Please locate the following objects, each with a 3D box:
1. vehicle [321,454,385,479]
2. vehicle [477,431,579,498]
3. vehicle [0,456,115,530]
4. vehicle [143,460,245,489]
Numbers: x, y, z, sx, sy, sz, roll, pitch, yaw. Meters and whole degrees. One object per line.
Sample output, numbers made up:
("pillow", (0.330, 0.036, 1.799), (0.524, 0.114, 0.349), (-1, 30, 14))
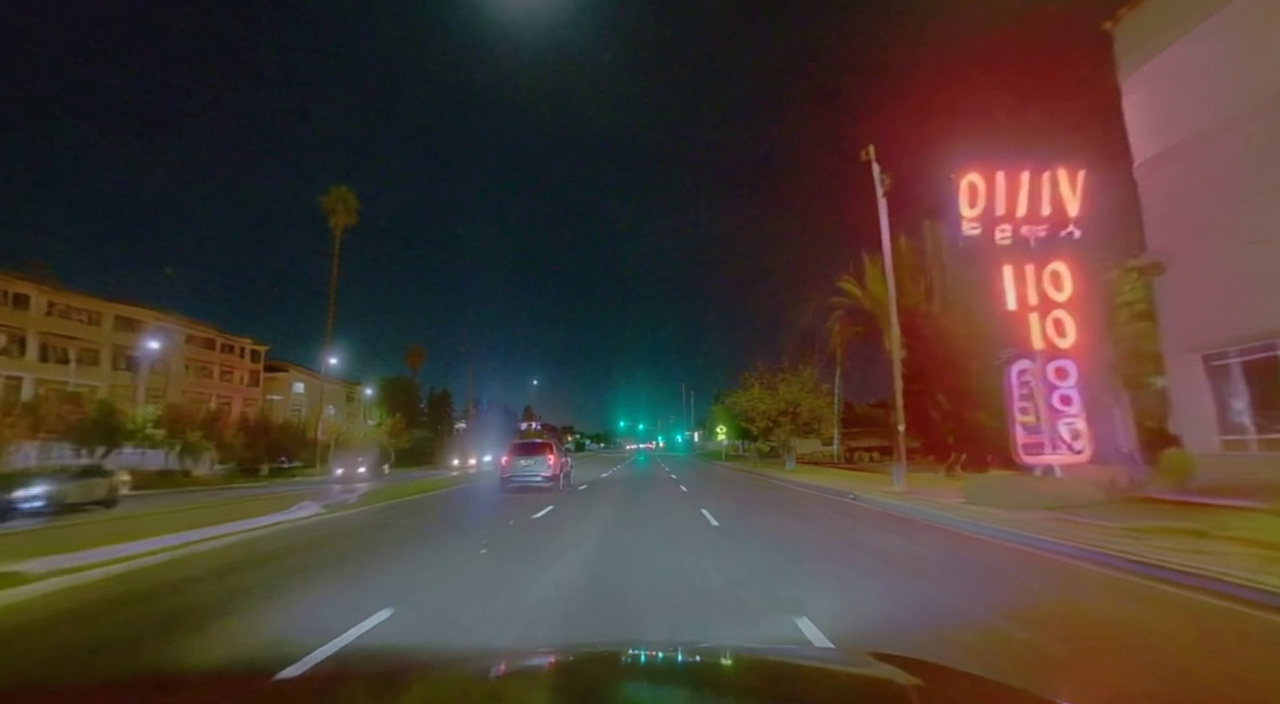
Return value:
("vehicle", (-18.638, 7.426, 41.145), (1.838, 1.502, 4.370), (-1, -8, 4))
("vehicle", (-3.096, 3.217, 18.479), (2.062, 1.693, 4.669), (0, -8, 1))
("vehicle", (-14.104, 2.966, 13.280), (1.960, 1.462, 4.689), (0, -8, 1))
("vehicle", (-26.563, 7.283, 37.646), (4.782, 1.473, 2.204), (6, -10, -36))
